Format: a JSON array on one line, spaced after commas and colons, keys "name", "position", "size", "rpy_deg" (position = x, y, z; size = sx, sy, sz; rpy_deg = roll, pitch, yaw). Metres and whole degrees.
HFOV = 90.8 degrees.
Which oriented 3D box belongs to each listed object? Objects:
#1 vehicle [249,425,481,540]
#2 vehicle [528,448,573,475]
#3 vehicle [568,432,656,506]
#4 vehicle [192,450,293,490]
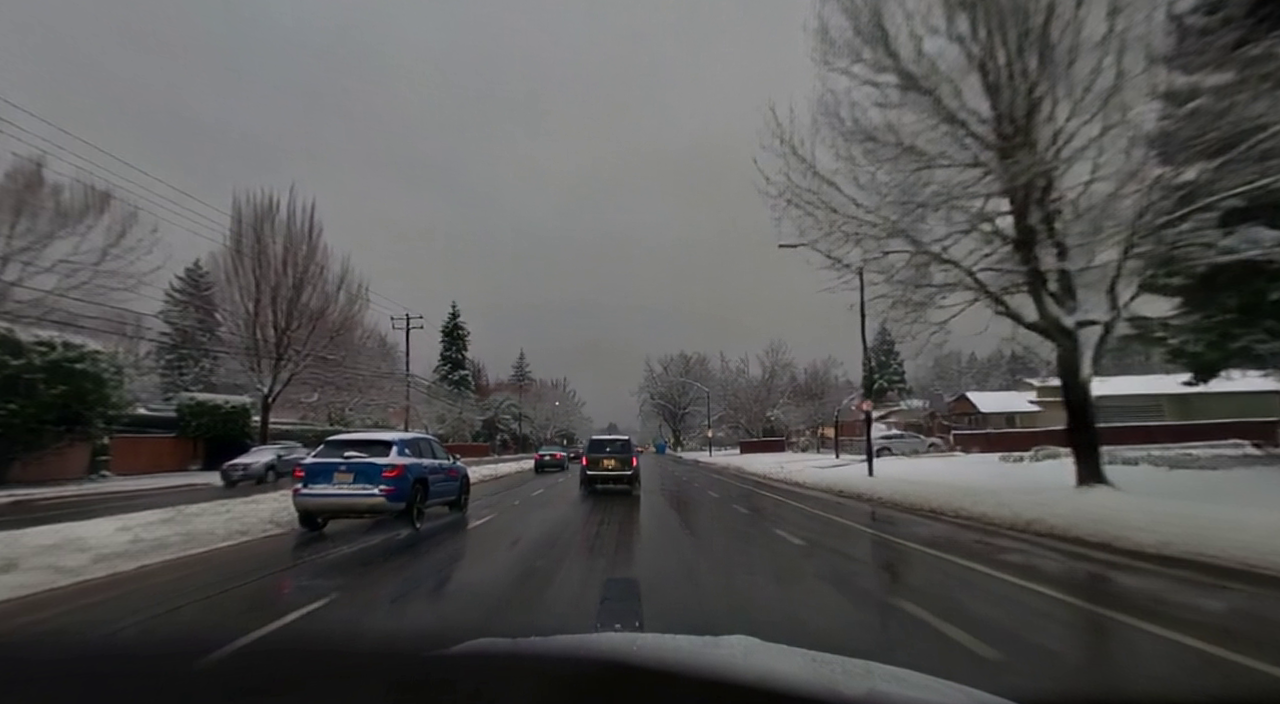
[{"name": "vehicle", "position": [-4.751, 2.322, 11.917], "size": [2.243, 1.722, 4.621], "rpy_deg": [0, -9, 0]}, {"name": "vehicle", "position": [-5.321, 6.551, 38.067], "size": [2.014, 1.493, 4.658], "rpy_deg": [0, -9, 0]}, {"name": "vehicle", "position": [-0.714, 3.161, 17.467], "size": [2.131, 1.761, 4.242], "rpy_deg": [0, -9, -1]}, {"name": "vehicle", "position": [-19.384, 5.738, 31.120], "size": [1.971, 1.759, 4.631], "rpy_deg": [0, -9, -1]}]
